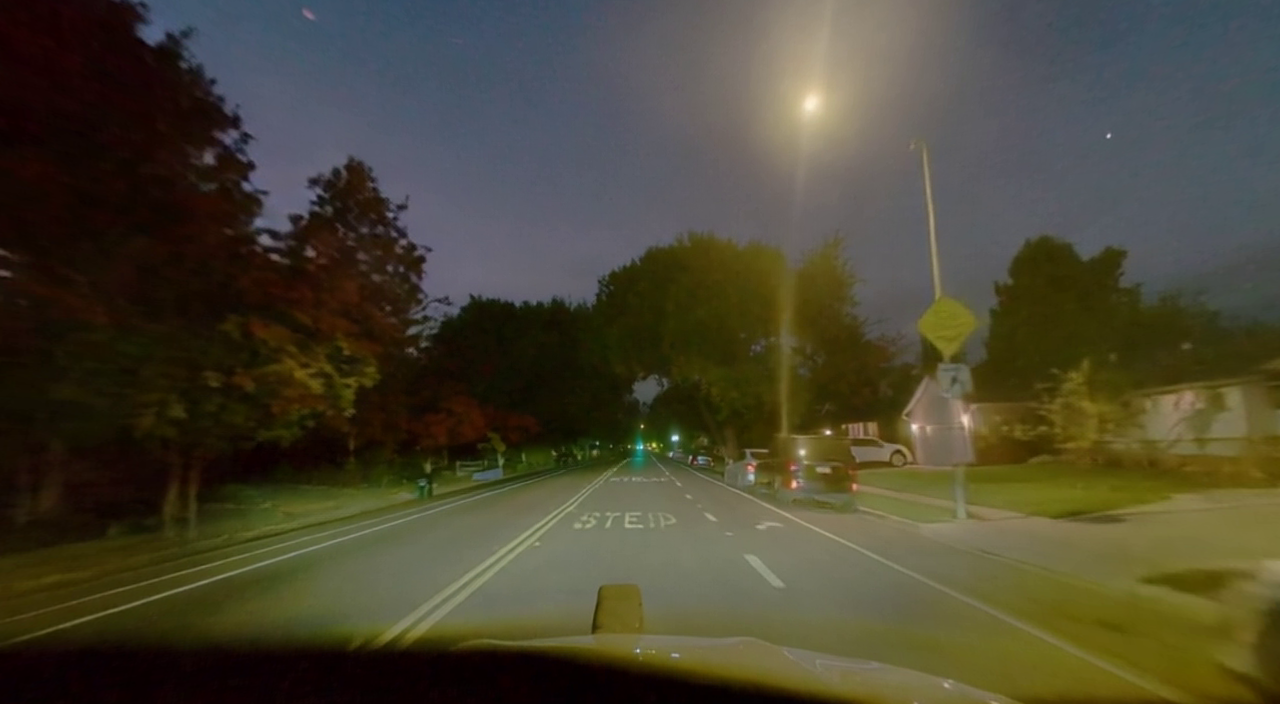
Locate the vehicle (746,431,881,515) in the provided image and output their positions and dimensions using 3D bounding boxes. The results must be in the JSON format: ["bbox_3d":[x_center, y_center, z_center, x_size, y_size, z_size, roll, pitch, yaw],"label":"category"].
[{"bbox_3d":[4.174,2.999,16.157,2.032,1.792,4.849,0,-9,0],"label":"vehicle"}]
